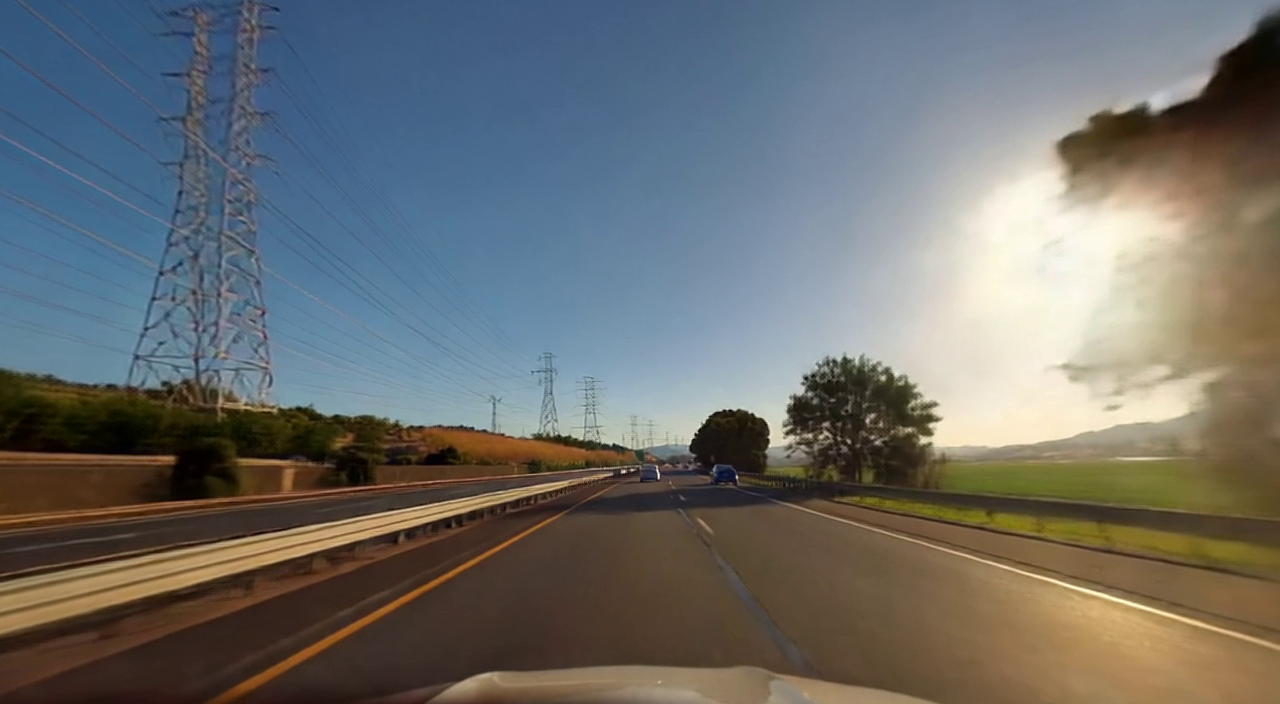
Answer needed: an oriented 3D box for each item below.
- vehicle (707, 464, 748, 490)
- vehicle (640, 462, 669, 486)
[{"bbox_3d":[5.499,7.896,39.931,1.985,1.521,3.904,1,-10,-1],"label":"vehicle"},{"bbox_3d":[1.065,9.068,46.824,2.038,1.596,4.246,1,-10,0],"label":"vehicle"}]
